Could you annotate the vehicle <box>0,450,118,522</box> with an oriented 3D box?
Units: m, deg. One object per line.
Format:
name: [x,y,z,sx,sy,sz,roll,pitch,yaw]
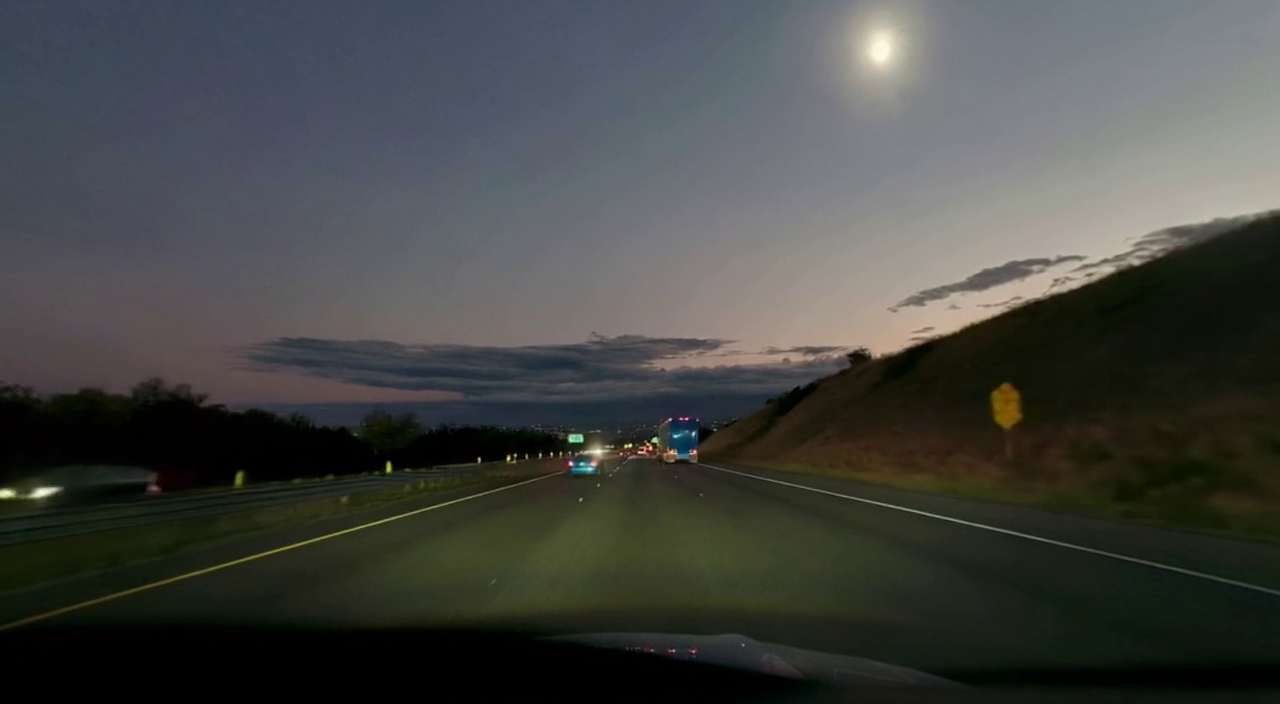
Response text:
vehicle: [-19.145,4.001,19.113,2.215,2.016,5.106,-1,-9,0]

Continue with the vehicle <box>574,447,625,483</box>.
vehicle: [-1.791,5.205,29.348,2.013,1.498,3.908,-1,-9,2]
